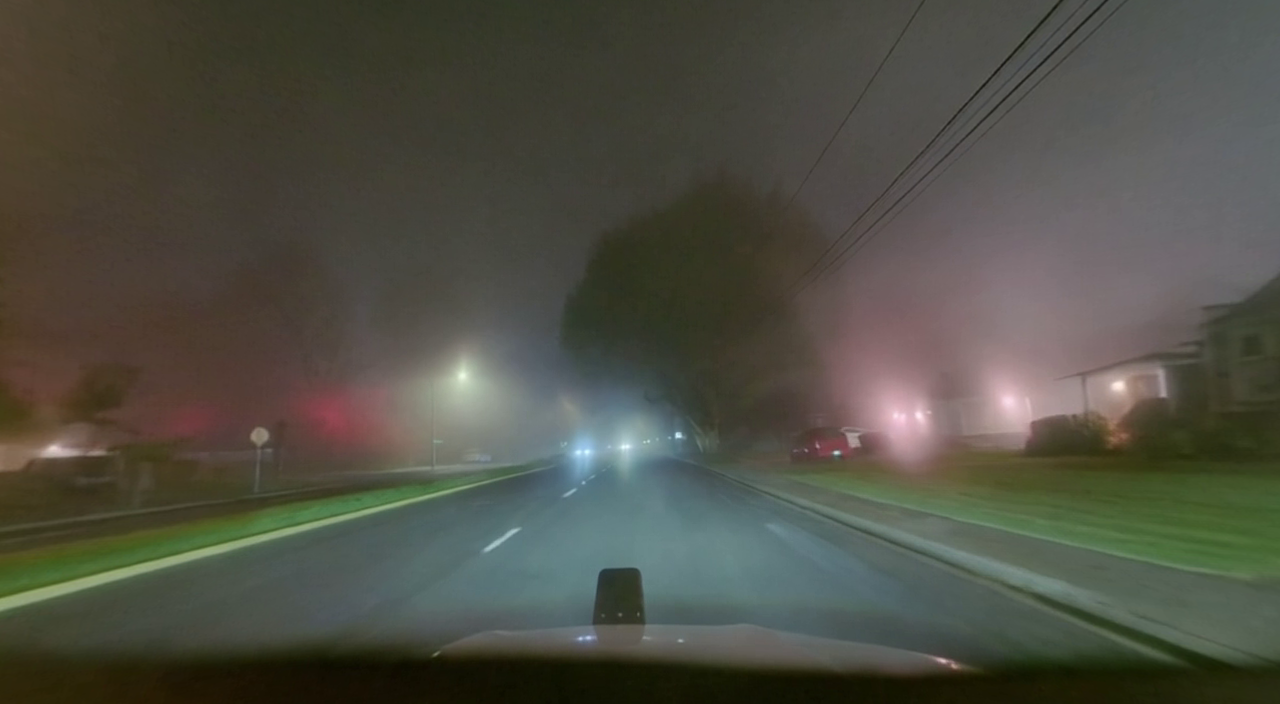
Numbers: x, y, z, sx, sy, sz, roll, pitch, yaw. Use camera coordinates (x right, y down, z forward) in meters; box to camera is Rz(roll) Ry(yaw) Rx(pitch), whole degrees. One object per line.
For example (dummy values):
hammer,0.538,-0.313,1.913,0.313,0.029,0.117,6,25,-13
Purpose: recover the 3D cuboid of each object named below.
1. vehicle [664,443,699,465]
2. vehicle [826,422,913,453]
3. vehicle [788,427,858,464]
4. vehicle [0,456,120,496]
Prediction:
vehicle,2.956,7.394,46.007,2.037,1.518,4.904,0,-8,-2
vehicle,14.702,5.511,40.631,4.723,1.883,2.011,0,-8,-2
vehicle,9.248,4.765,32.427,1.971,1.641,5.191,-4,-8,0
vehicle,-24.008,4.929,25.293,4.595,1.491,1.902,0,-8,0
